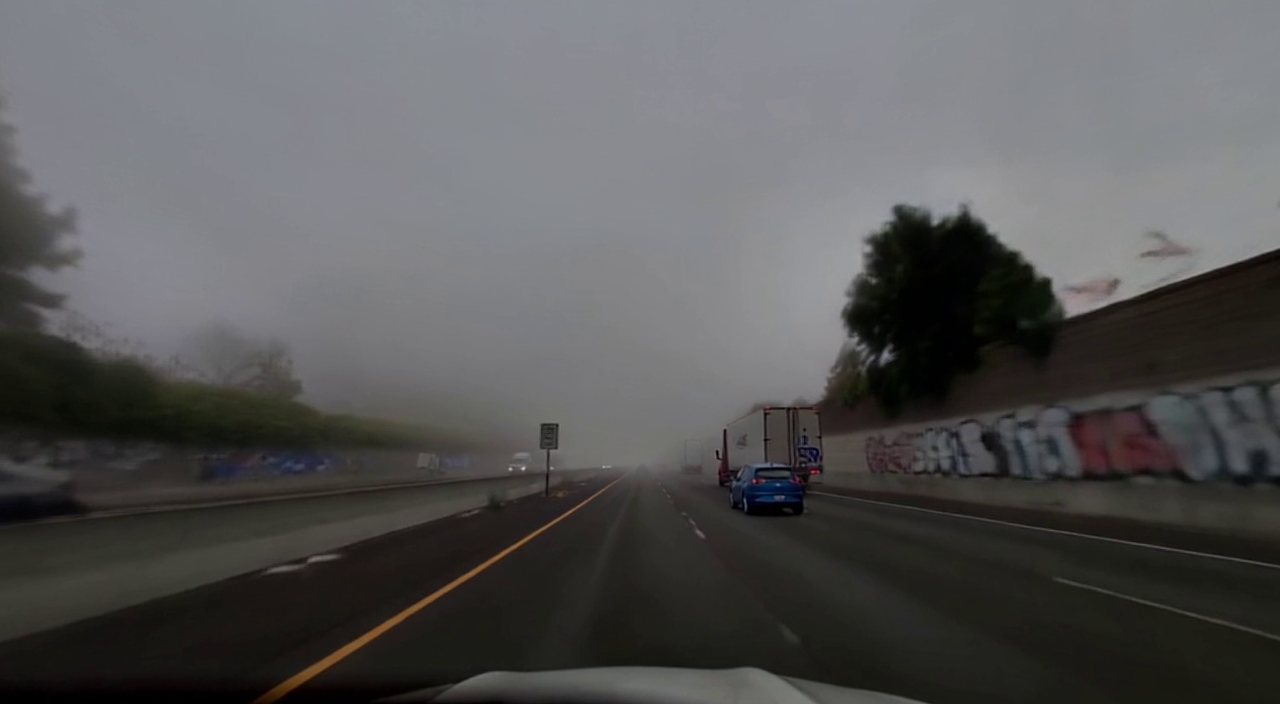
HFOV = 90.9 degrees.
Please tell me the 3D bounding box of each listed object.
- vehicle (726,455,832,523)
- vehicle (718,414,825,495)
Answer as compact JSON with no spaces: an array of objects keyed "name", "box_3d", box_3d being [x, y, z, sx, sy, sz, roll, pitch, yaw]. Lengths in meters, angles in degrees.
[{"name":"vehicle","box_3d":[3.568,3.619,16.911,2.011,1.574,3.512,1,-11,0]},{"name":"vehicle","box_3d":[7.663,6.686,40.325,3.298,4.017,16.824,1,-10,0]}]
